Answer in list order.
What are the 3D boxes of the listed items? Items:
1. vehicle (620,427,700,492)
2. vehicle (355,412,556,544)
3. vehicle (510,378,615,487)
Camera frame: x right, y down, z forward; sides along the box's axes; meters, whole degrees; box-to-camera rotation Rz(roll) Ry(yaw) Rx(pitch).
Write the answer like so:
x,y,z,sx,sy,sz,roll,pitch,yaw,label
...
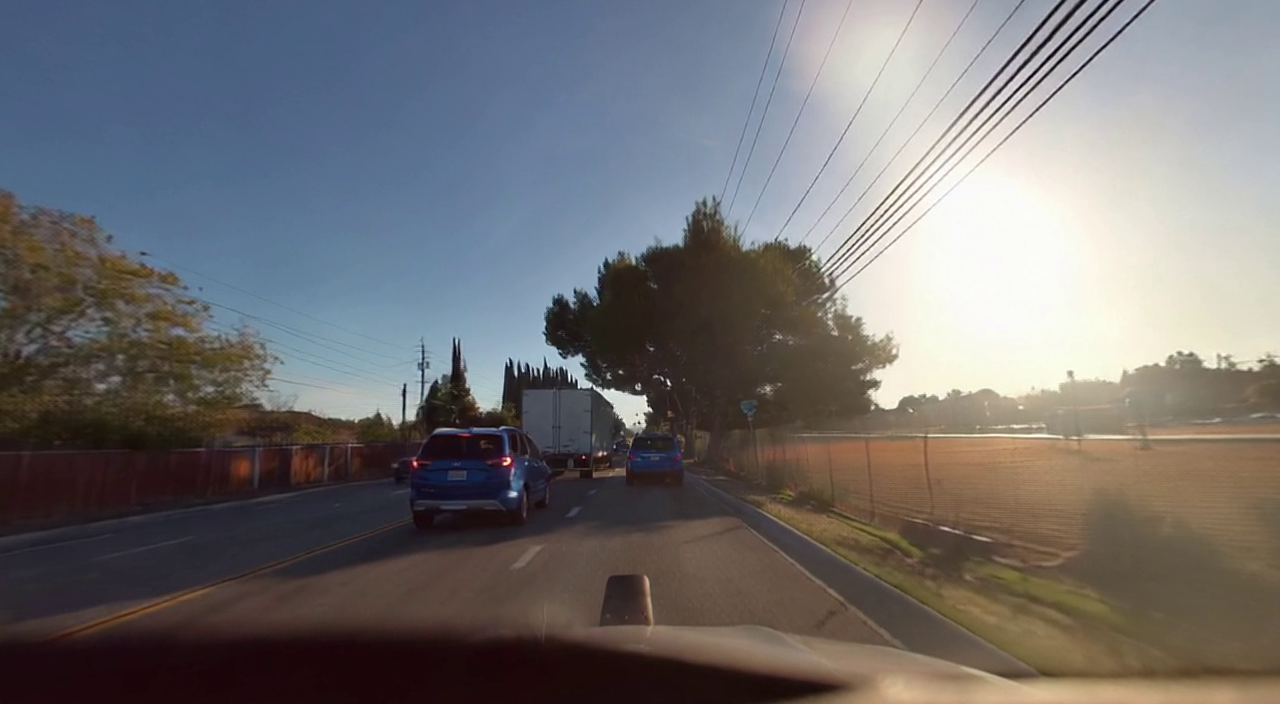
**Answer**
x,y,z,sx,sy,sz,roll,pitch,yaw,label
0.577,3.232,19.204,2.174,1.749,4.113,0,-9,1,vehicle
-2.898,2.109,11.161,2.093,1.832,4.508,0,-9,1,vehicle
-2.792,3.511,26.653,2.928,3.658,10.953,0,-9,1,vehicle
